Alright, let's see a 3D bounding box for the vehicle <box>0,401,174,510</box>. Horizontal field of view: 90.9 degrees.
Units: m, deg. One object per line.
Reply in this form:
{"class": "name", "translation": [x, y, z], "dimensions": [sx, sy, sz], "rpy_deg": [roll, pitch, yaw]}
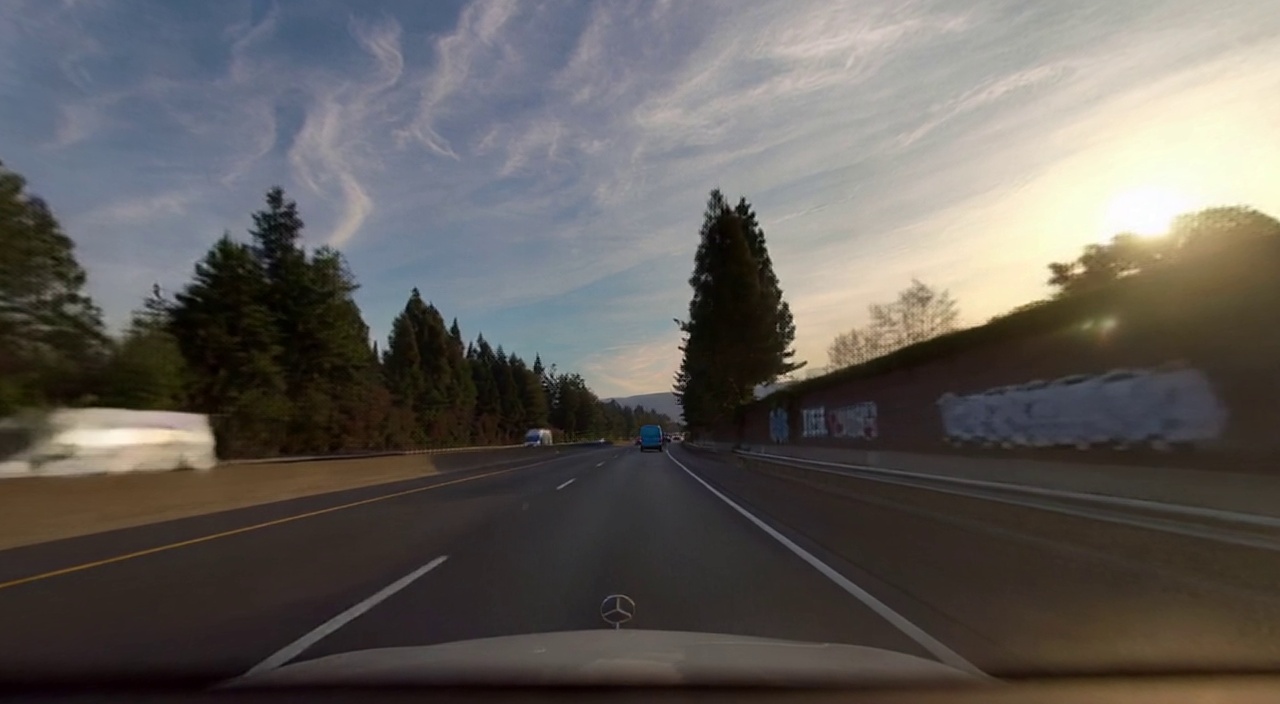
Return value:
{"class": "vehicle", "translation": [-14.507, 2.461, 15.313], "dimensions": [2.452, 2.234, 5.008], "rpy_deg": [0, -8, 0]}
